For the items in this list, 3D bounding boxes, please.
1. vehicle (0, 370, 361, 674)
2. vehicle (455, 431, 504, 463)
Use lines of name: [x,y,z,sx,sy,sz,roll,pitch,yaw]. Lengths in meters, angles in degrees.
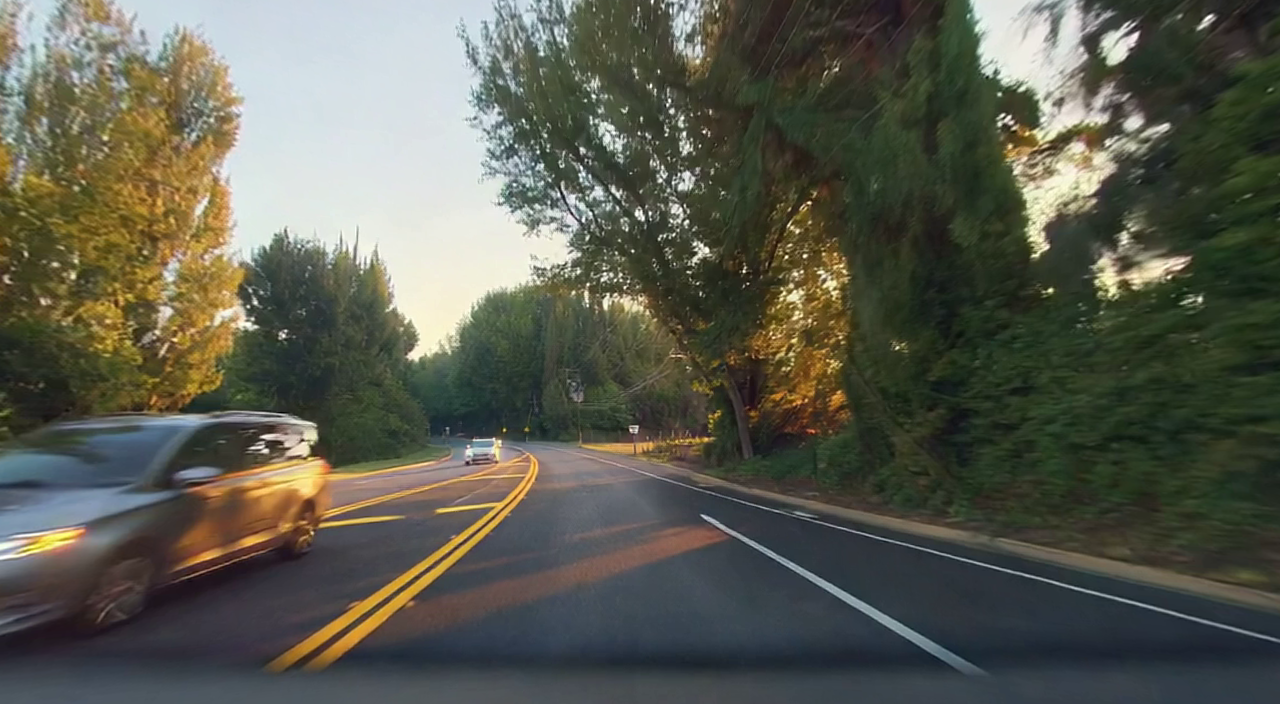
vehicle: [-4.885,1.433,6.449,2.312,1.962,4.692,1,-8,-6]
vehicle: [-10.448,6.225,41.541,2.397,1.932,5.703,1,-8,-7]
